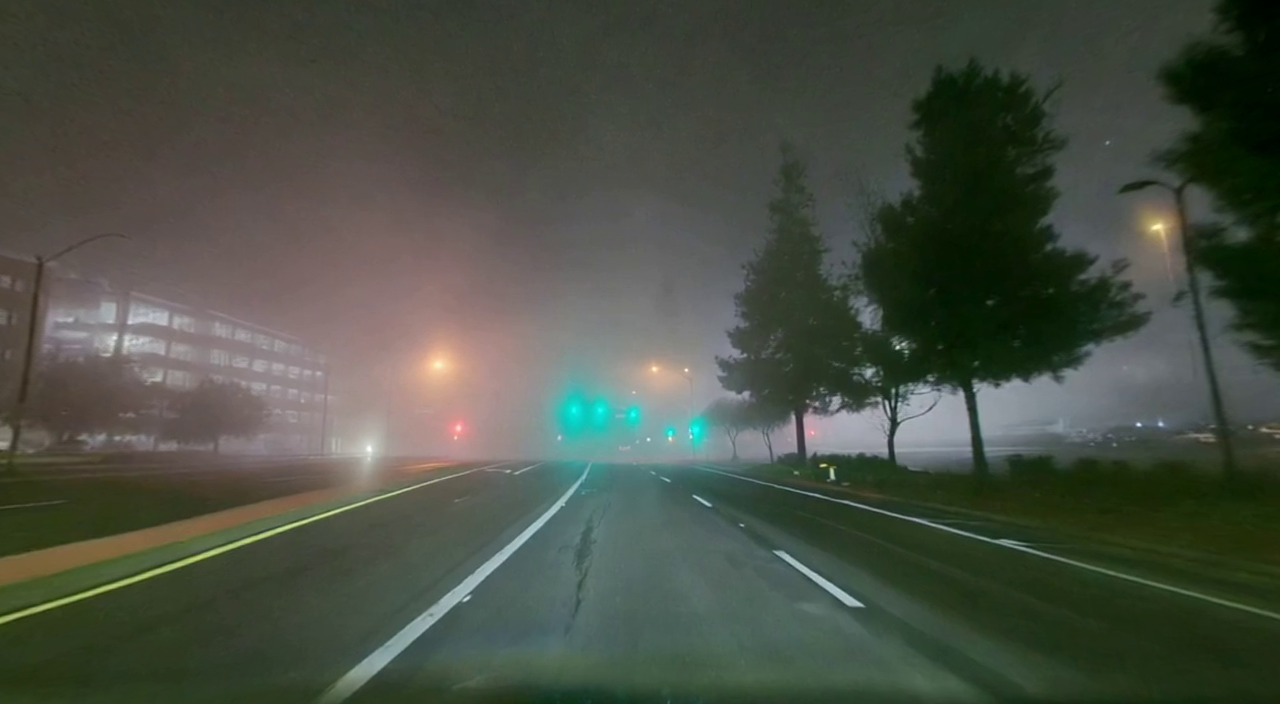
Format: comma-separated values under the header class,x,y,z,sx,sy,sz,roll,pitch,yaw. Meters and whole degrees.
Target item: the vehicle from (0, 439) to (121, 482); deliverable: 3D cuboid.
class,x,y,z,sx,sy,sz,roll,pitch,yaw
vehicle,-22.409,4.072,23.927,1.792,1.446,4.493,0,-9,-2
